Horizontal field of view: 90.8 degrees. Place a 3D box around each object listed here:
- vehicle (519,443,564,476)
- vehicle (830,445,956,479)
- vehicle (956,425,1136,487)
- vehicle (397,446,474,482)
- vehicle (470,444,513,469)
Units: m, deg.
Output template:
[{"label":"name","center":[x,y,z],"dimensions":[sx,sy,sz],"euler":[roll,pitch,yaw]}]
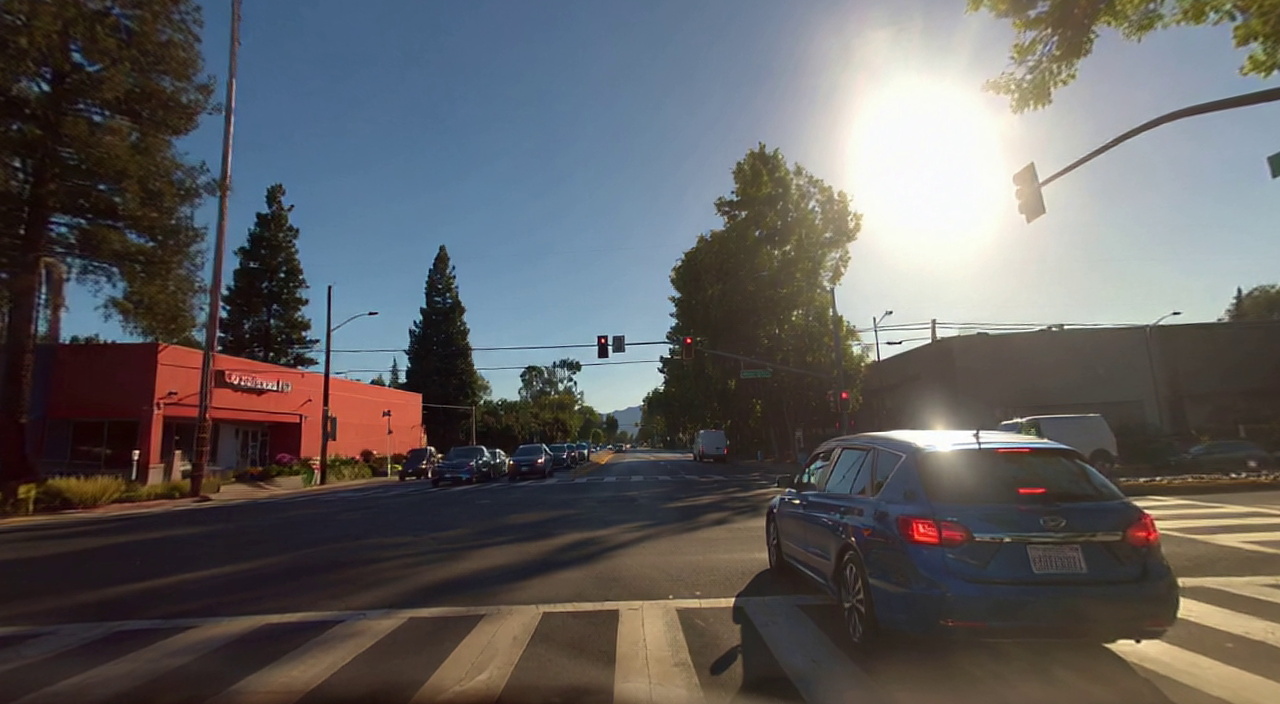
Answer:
[{"label":"vehicle","center":[-4.497,4.971,29.481],"dimensions":[1.846,1.416,4.228],"euler":[1,-9,-6]},{"label":"vehicle","center":[11.251,4.915,28.364],"dimensions":[4.828,1.453,1.919],"euler":[-1,-9,6]},{"label":"vehicle","center":[14.830,3.766,23.127],"dimensions":[5.910,2.046,2.228],"euler":[3,-9,-19]},{"label":"vehicle","center":[-8.996,4.944,28.242],"dimensions":[2.024,1.460,4.381],"euler":[0,-9,0]},{"label":"vehicle","center":[-9.017,6.384,38.738],"dimensions":[1.779,1.460,4.463],"euler":[0,-9,-3]}]
